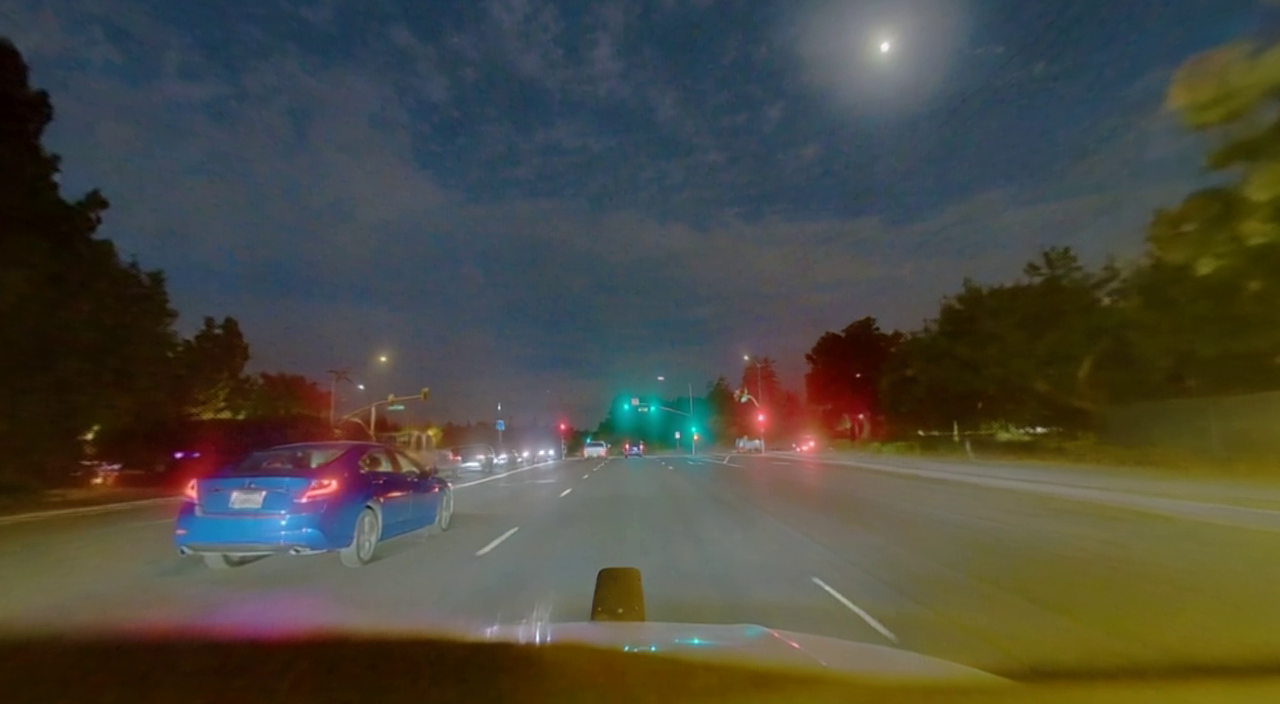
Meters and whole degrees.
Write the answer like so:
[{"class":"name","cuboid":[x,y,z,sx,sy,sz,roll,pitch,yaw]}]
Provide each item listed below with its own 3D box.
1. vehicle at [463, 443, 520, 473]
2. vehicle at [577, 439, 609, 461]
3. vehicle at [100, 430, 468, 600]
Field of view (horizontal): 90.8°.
[{"class":"vehicle","cuboid":[-7.658,5.507,33.059,1.920,1.456,4.534,0,-8,0]},{"class":"vehicle","cuboid":[-3.571,7.573,48.894,2.103,1.592,4.160,0,-8,0]},{"class":"vehicle","cuboid":[-3.643,1.714,7.638,1.905,1.418,4.396,0,-8,0]}]
